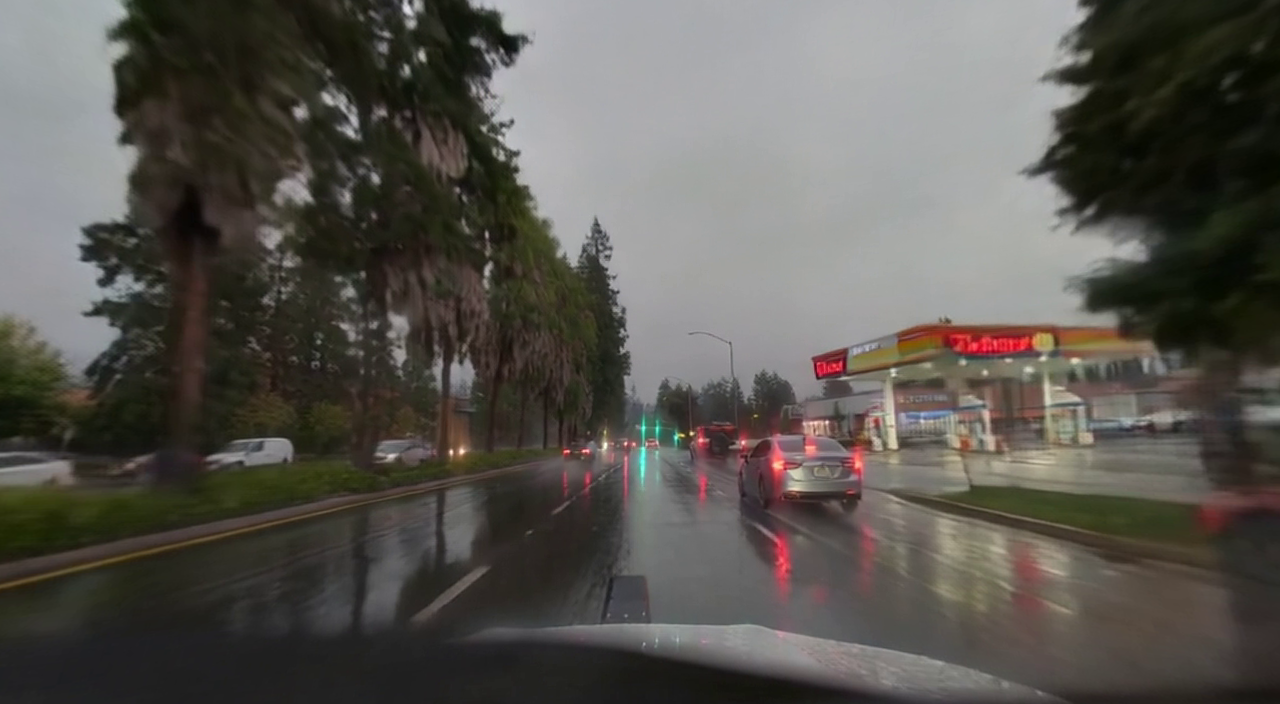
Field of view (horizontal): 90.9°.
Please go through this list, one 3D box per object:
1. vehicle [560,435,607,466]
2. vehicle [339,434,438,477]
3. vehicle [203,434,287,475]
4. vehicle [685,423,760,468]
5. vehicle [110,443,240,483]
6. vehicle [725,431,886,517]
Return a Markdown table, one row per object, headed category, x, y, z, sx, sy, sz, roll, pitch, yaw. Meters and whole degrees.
| category | x | y | z | sx | sy | sz | roll | pitch | yaw |
| --- | --- | --- | --- | --- | --- | --- | --- | --- | --- |
| vehicle | -3.267 | 5.796 | 37.229 | 2.250 | 1.713 | 4.422 | -1 | -8 | 2 |
| vehicle | -11.225 | 4.663 | 28.638 | 2.141 | 1.751 | 5.451 | -1 | -8 | 2 |
| vehicle | -24.340 | 6.322 | 39.075 | 2.254 | 2.335 | 4.297 | -1 | -8 | 2 |
| vehicle | 4.275 | 5.067 | 34.161 | 3.245 | 2.199 | 6.295 | 0 | -8 | 1 |
| vehicle | -24.380 | 5.818 | 33.440 | 2.341 | 1.896 | 5.876 | -1 | -8 | 1 |
| vehicle | 3.216 | 2.486 | 13.411 | 2.095 | 1.475 | 4.686 | 0 | -8 | -1 |
